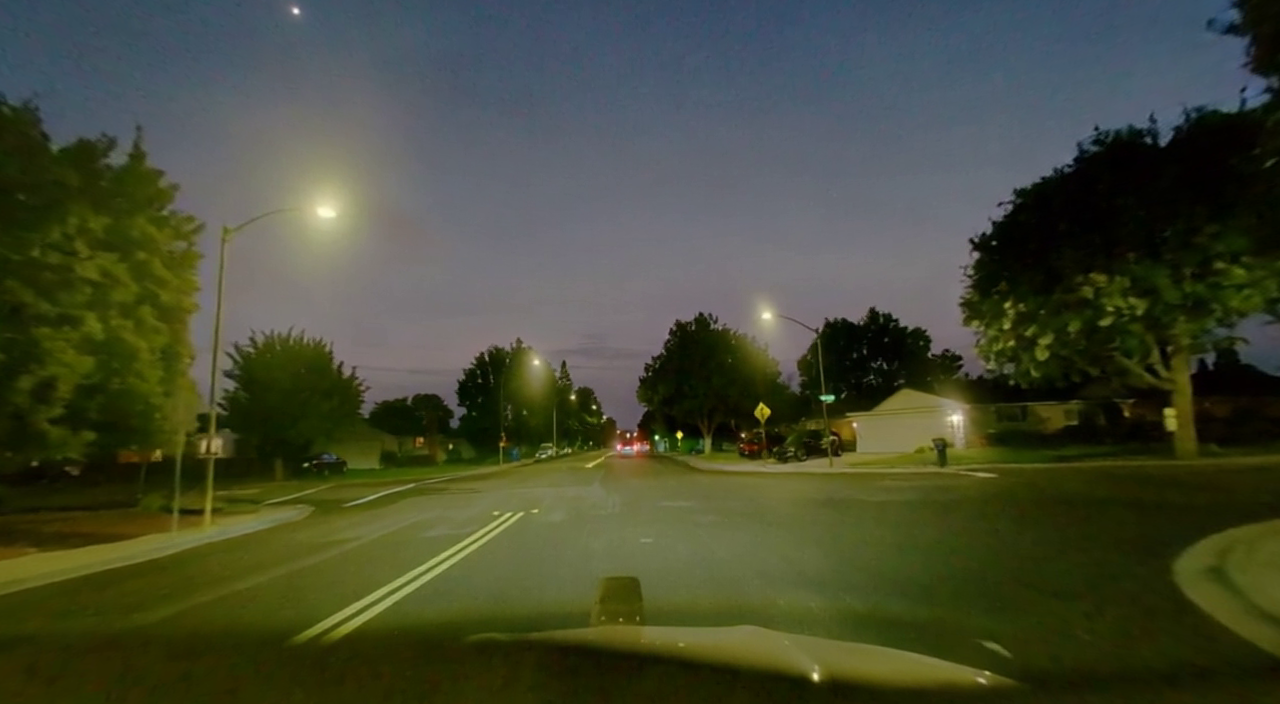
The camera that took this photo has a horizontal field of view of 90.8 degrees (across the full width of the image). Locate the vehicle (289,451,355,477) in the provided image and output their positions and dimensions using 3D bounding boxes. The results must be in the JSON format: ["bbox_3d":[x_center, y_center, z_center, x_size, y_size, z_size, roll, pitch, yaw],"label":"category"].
[{"bbox_3d":[-20.205,7.139,40.378,1.917,1.499,4.569,0,-8,0],"label":"vehicle"}]

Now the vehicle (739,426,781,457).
[{"bbox_3d":[7.582,5.721,40.280,2.130,1.836,4.464,-1,-8,5],"label":"vehicle"}]

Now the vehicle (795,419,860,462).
[{"bbox_3d":[9.390,4.522,32.098,2.333,1.933,5.662,-1,-8,8],"label":"vehicle"}]

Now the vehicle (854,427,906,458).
[{"bbox_3d":[12.714,4.814,33.677,1.972,1.528,3.891,-2,-9,13],"label":"vehicle"}]

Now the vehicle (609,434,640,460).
[{"bbox_3d":[-1.063,6.820,45.403,2.116,1.711,4.155,0,-8,-1],"label":"vehicle"}]

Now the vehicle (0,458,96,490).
[{"bbox_3d":[-36.523,7.528,39.101,2.016,1.746,4.125,0,-8,-1],"label":"vehicle"}]

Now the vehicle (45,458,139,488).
[{"bbox_3d":[-33.714,7.425,39.052,1.978,1.666,4.230,0,-8,0],"label":"vehicle"}]
